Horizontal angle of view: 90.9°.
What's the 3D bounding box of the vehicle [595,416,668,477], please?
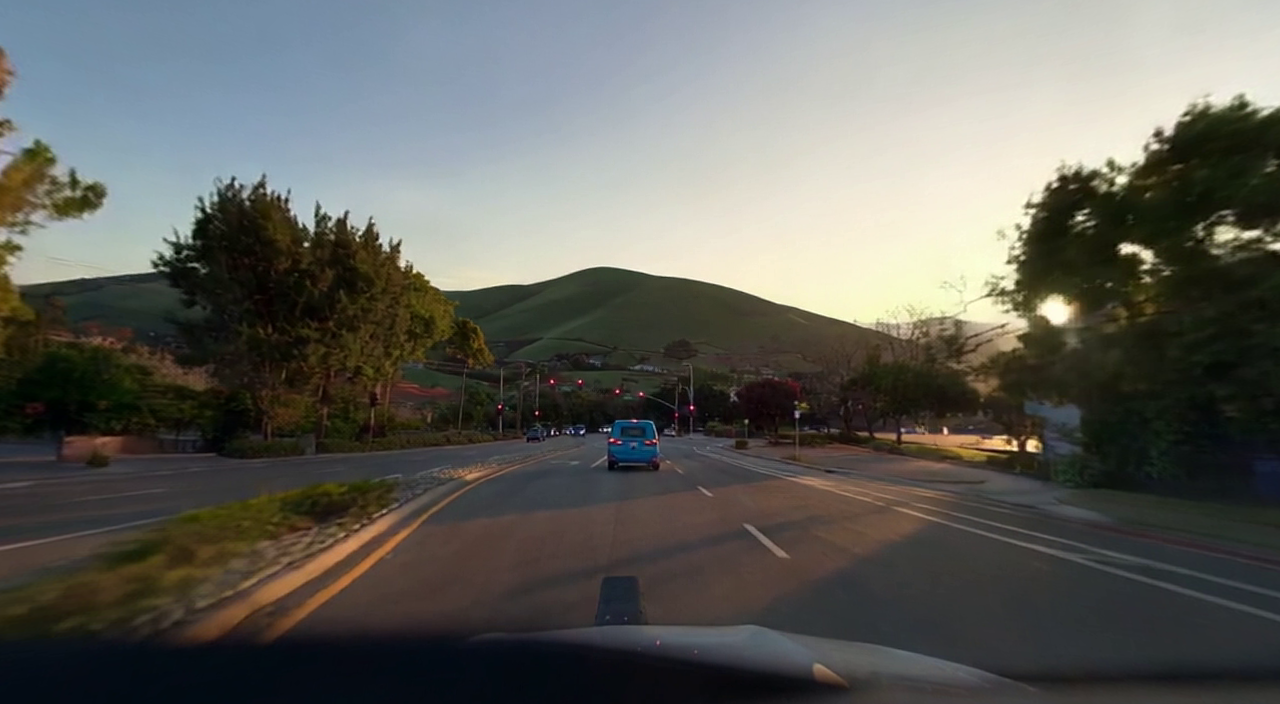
[{"bbox_3d":[-0.274,3.154,21.141,2.185,1.822,4.391,0,-8,0],"label":"vehicle"}]
